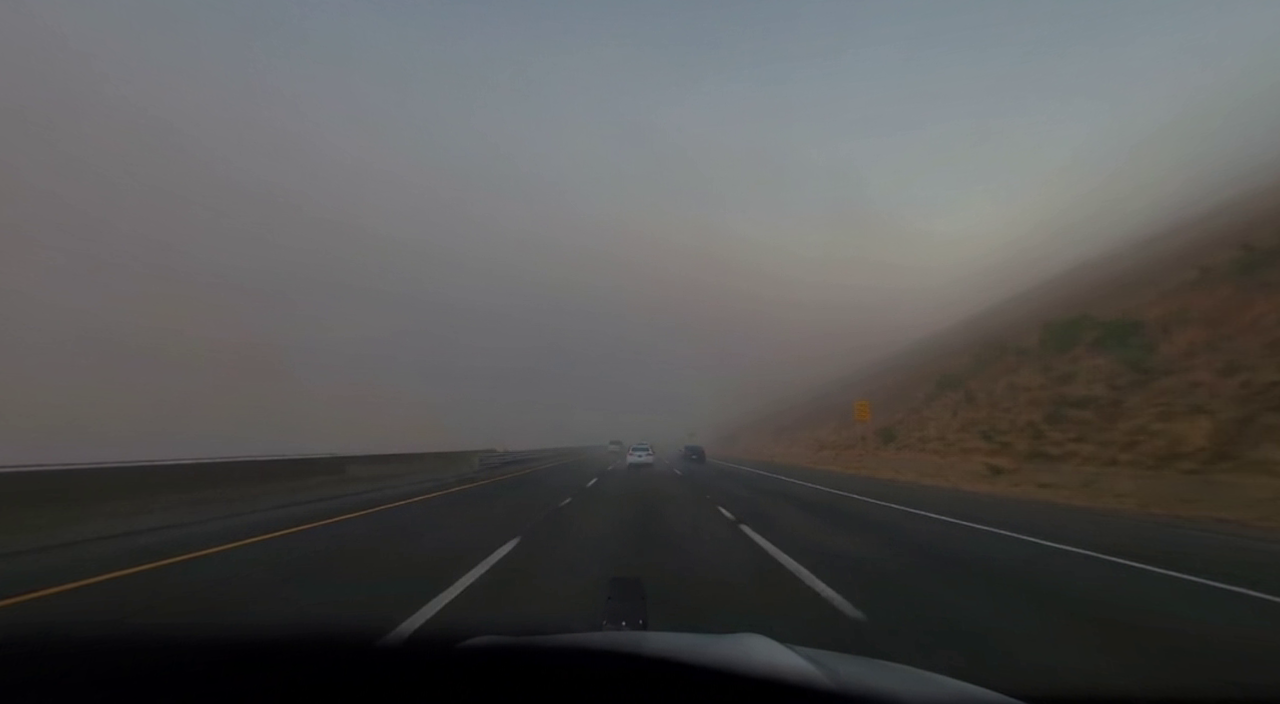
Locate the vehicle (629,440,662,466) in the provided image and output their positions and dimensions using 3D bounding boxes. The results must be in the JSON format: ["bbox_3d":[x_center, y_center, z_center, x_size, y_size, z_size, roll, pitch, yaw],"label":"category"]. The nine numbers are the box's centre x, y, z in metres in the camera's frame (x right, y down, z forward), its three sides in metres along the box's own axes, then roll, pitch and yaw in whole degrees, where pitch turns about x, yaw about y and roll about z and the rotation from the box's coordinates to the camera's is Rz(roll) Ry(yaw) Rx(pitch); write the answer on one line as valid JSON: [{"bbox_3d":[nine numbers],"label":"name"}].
[{"bbox_3d":[0.324,6.437,40.382,1.986,1.576,4.312,0,-8,0],"label":"vehicle"}]

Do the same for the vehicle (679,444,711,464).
[{"bbox_3d":[3.888,7.253,44.991,1.976,1.352,3.602,0,-8,0],"label":"vehicle"}]
